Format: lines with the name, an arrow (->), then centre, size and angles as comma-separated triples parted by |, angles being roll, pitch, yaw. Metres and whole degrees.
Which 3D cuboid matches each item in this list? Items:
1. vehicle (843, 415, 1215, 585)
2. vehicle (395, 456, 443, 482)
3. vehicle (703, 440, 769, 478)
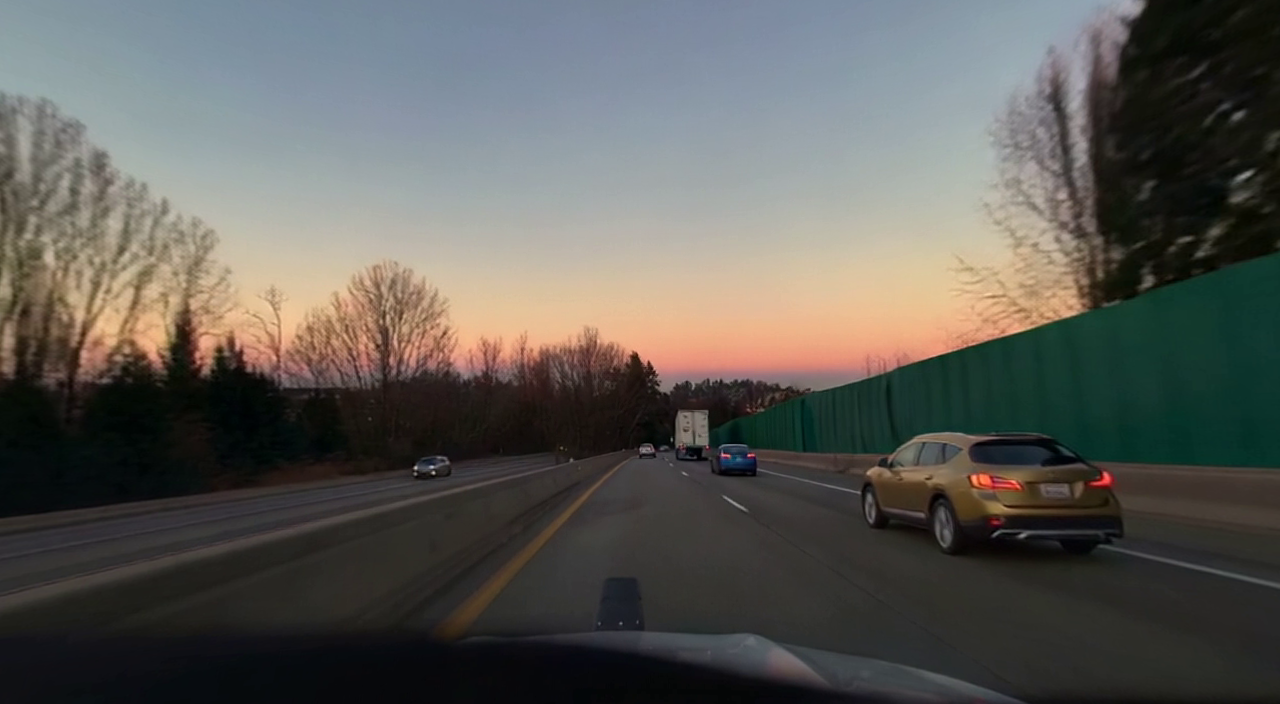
vehicle -> 4.234, 1.649, 7.835 | 1.940, 1.539, 4.005 | 1, -8, -2
vehicle -> -13.588, 7.187, 38.932 | 1.777, 1.465, 3.889 | 1, -8, -4
vehicle -> 4.010, 4.523, 27.027 | 2.000, 1.473, 4.440 | 1, -8, -2
